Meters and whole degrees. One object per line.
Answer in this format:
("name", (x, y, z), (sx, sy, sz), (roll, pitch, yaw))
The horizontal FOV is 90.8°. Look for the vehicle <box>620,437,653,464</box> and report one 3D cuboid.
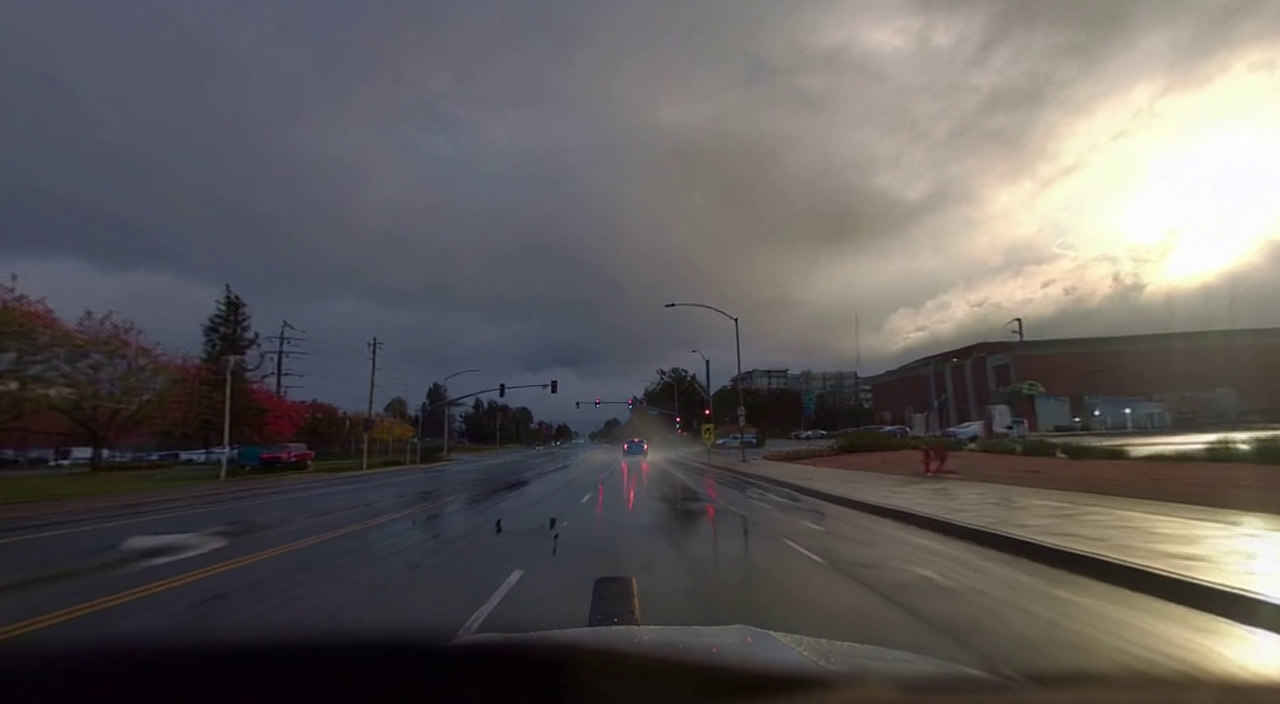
("vehicle", (-0.228, 6.398, 41.239), (2.024, 1.628, 4.774), (0, -8, 0))
